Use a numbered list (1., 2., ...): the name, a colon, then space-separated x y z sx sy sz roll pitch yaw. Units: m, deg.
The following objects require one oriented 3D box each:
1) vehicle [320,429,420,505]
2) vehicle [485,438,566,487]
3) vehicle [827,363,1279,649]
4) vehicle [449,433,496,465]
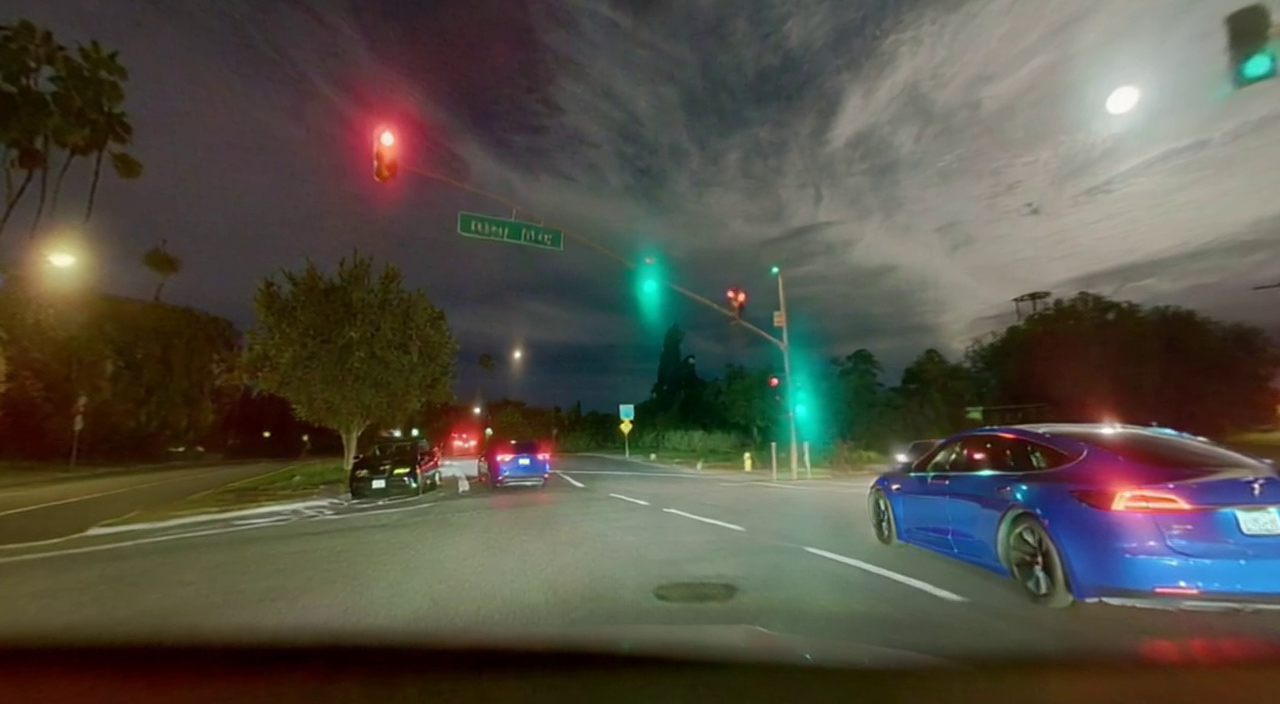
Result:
1. vehicle: -7.911 3.322 18.807 2.283 1.878 5.384 3 -9 -21
2. vehicle: -4.617 4.281 24.886 2.341 1.709 4.466 3 -9 -20
3. vehicle: 4.046 1.355 6.707 2.205 1.803 5.135 0 -9 -4
4. vehicle: -10.777 6.197 40.446 2.272 1.891 4.562 3 -9 -22
